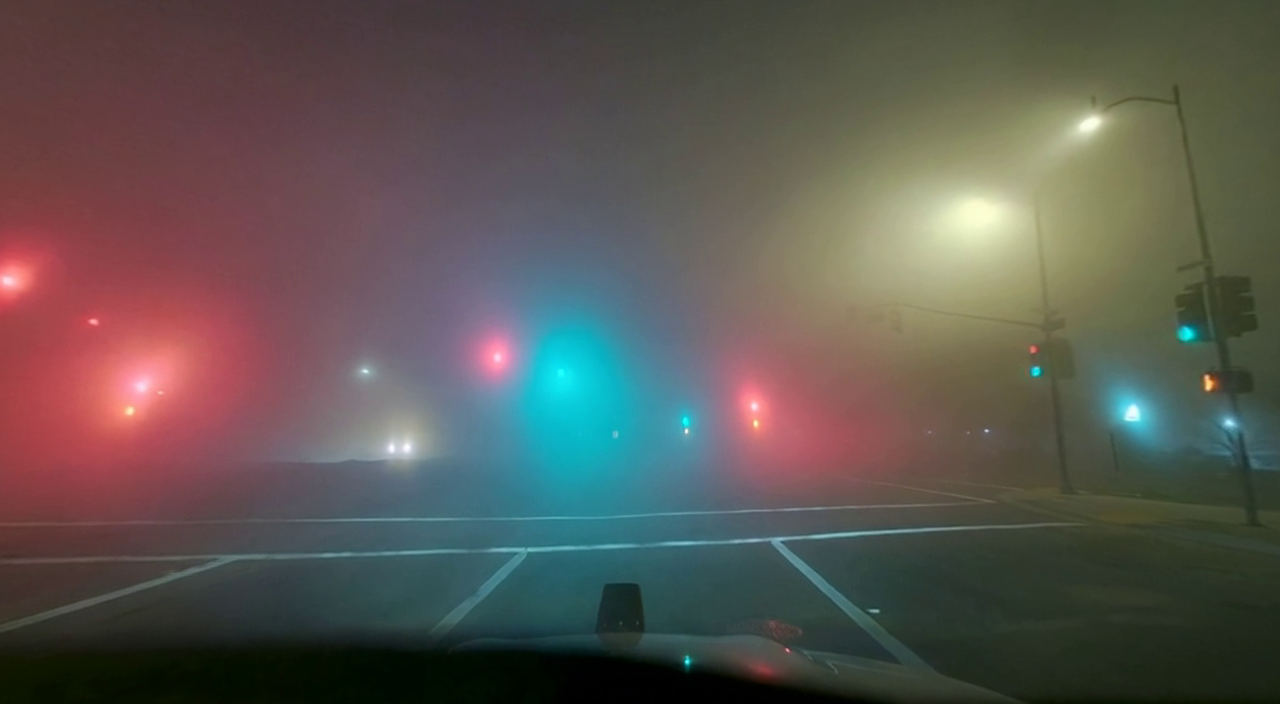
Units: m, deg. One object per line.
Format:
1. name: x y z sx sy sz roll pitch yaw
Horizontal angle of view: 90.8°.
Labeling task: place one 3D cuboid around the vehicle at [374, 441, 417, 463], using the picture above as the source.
1. vehicle: -17.258 7.072 44.829 1.969 1.464 4.485 1 -9 -10
